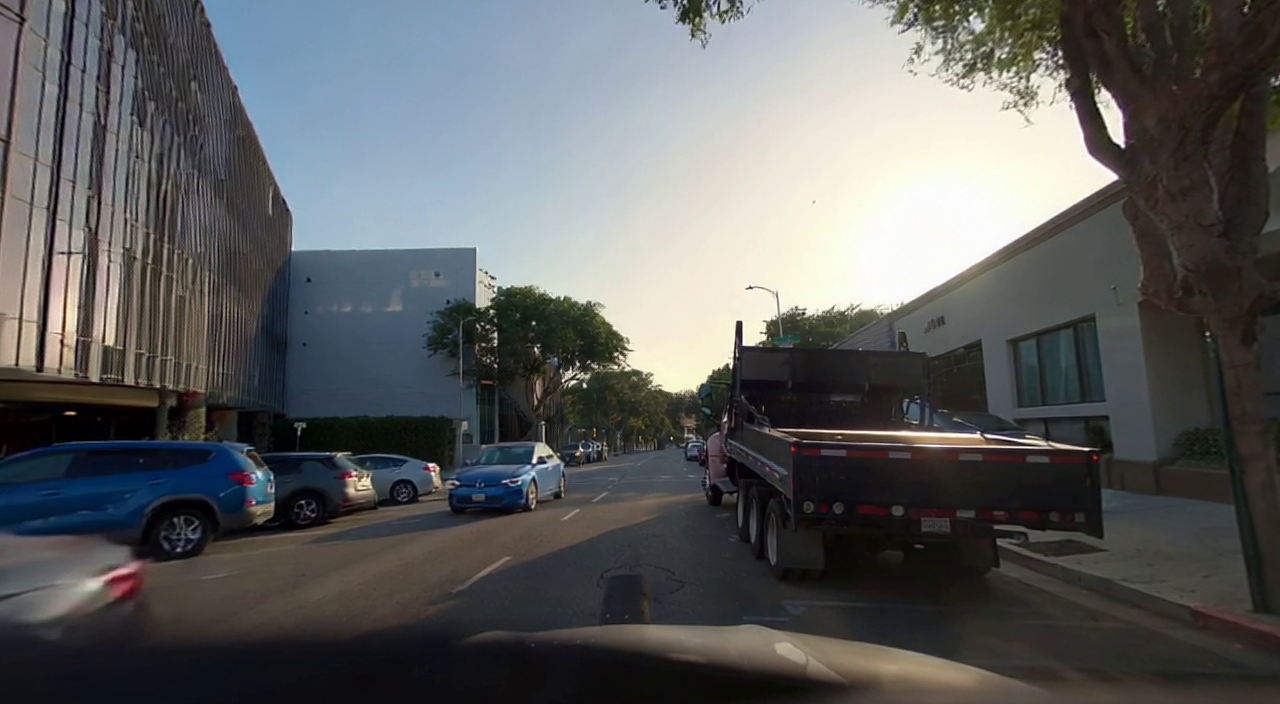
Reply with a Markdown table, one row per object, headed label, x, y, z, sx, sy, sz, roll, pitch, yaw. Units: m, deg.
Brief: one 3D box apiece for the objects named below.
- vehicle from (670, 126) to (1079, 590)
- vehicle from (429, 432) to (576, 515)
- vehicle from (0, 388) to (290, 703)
| label | x | y | z | sx | sy | sz | roll | pitch | yaw |
| --- | --- | --- | --- | --- | --- | --- | --- | --- | --- |
| vehicle | 2.509 | 0.799 | 11.278 | 3.320 | 4.034 | 11.553 | -1 | -8 | 6 |
| vehicle | -3.011 | 2.781 | 15.017 | 2.311 | 1.631 | 4.510 | 0 | -8 | 2 |
| vehicle | -3.347 | 0.835 | 1.642 | 2.183 | 1.563 | 4.257 | -1 | -8 | 4 |
